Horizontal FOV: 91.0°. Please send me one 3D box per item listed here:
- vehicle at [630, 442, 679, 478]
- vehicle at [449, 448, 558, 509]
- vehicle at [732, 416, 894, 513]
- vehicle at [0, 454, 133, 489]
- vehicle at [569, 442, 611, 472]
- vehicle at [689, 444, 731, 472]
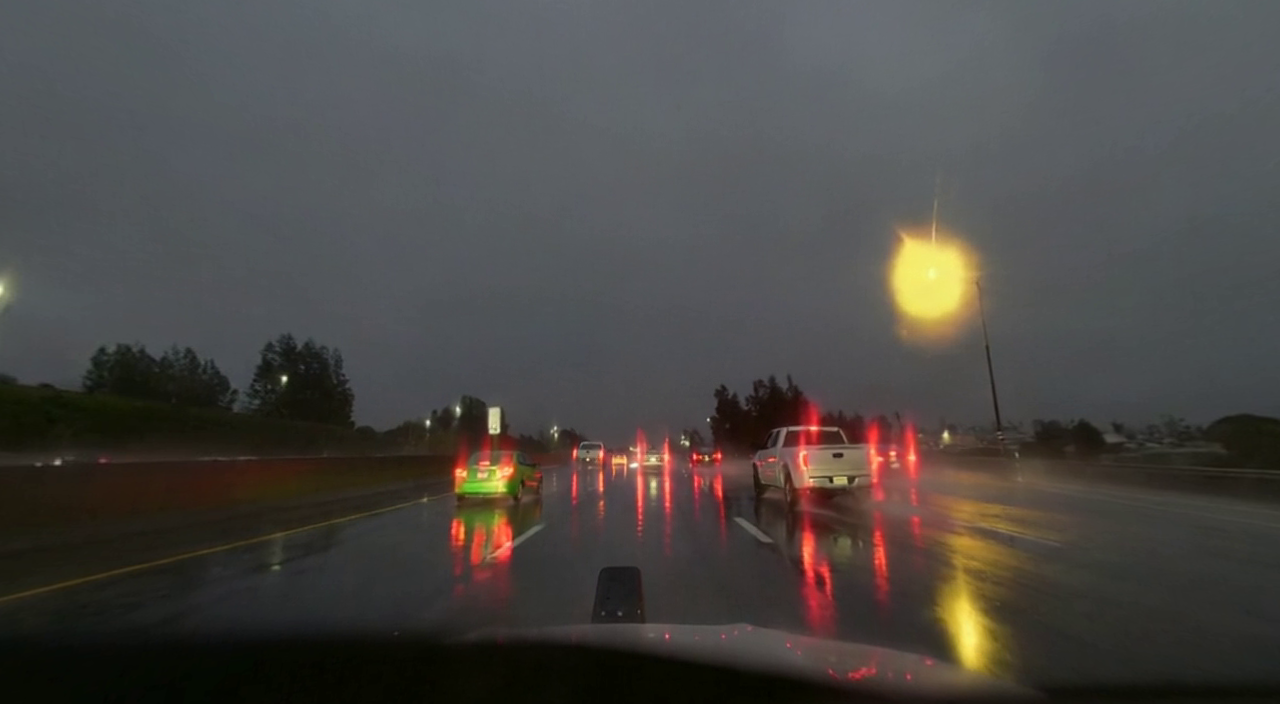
[{"bbox_3d":[0.661,5.145,30.093,2.147,1.572,4.094,0,-9,1],"label":"vehicle"},{"bbox_3d":[-3.552,3.356,17.246,1.947,1.424,4.264,0,-9,1],"label":"vehicle"},{"bbox_3d":[3.888,2.682,15.464,2.340,1.925,5.529,0,-9,-1],"label":"vehicle"},{"bbox_3d":[-33.971,7.071,37.601,2.129,1.812,6.123,0,-9,1],"label":"vehicle"},{"bbox_3d":[-3.072,6.646,40.049,2.176,1.783,4.799,0,-9,1],"label":"vehicle"},{"bbox_3d":[4.345,6.654,39.792,2.145,1.636,4.437,0,-9,0],"label":"vehicle"}]
